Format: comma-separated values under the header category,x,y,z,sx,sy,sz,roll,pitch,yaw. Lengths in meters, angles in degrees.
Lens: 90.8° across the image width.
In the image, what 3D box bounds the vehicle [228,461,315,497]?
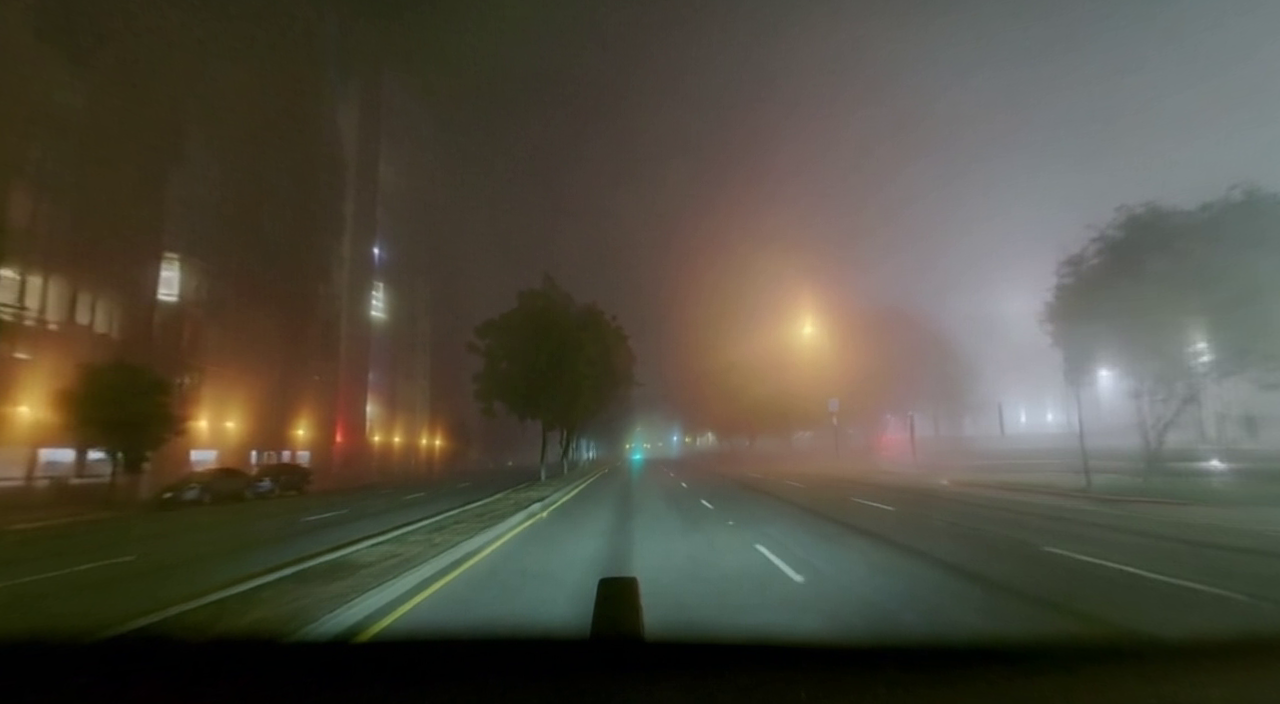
category,x,y,z,sx,sy,sz,roll,pitch,yaw
vehicle,-19.357,6.659,33.450,1.965,1.665,4.577,-2,-9,-1

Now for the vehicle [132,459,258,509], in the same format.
category,x,y,z,sx,sy,sz,roll,pitch,yaw
vehicle,-19.217,5.672,27.631,2.255,1.848,4.617,0,-8,-3
